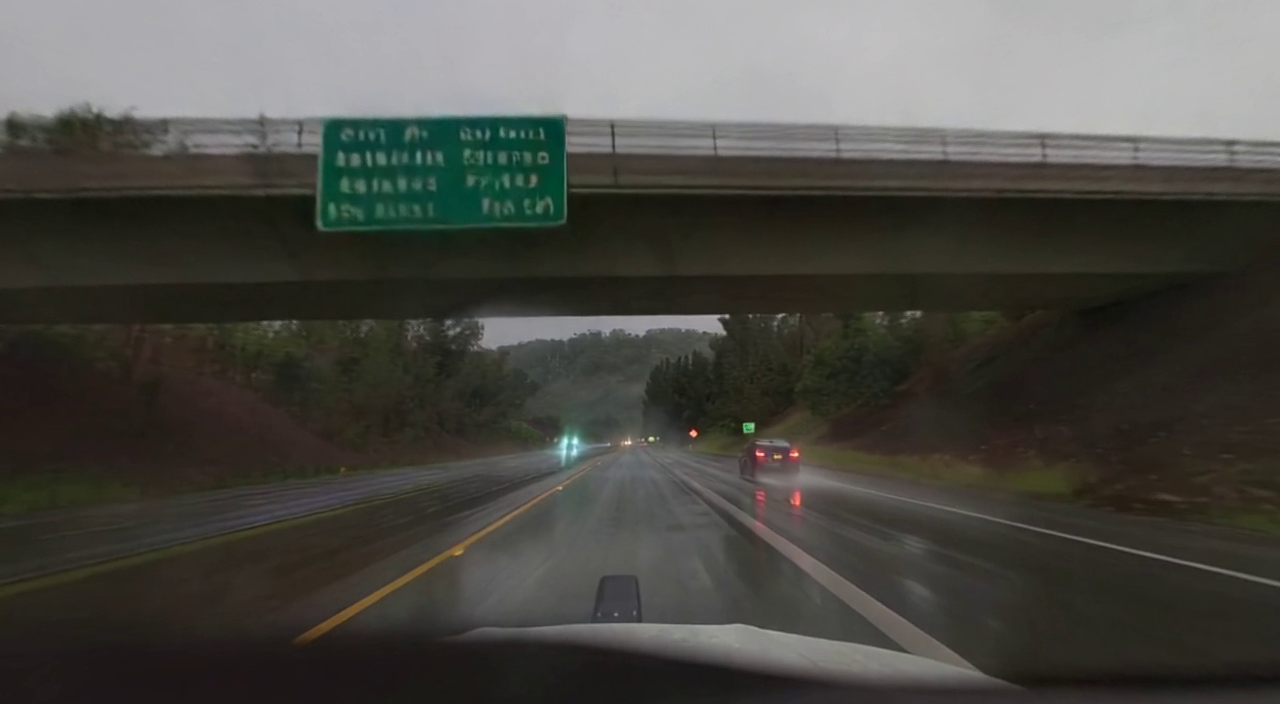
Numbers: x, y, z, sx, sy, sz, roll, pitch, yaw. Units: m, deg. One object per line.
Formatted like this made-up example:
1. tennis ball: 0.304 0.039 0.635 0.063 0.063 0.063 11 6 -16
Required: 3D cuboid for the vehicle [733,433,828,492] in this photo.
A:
1. vehicle: 3.870 3.087 17.951 1.781 1.470 3.540 0 -8 -2
